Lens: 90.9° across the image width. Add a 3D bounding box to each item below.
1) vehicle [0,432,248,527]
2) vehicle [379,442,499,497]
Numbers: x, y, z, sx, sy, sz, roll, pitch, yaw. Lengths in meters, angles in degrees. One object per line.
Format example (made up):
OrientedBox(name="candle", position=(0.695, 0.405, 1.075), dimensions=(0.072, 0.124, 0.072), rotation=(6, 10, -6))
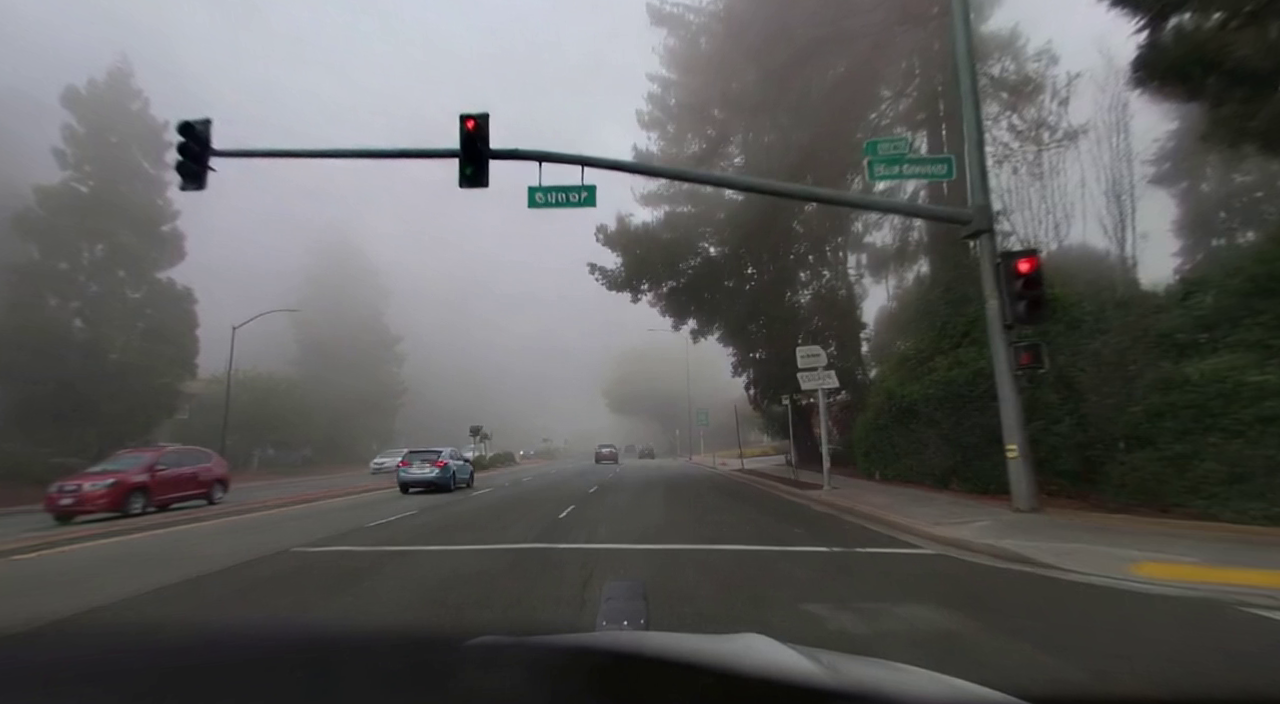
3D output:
OrientedBox(name="vehicle", position=(-11.008, 2.660, 13.728), dimensions=(2.027, 1.707, 4.372), rotation=(0, -8, 1))
OrientedBox(name="vehicle", position=(-5.787, 3.406, 18.780), dimensions=(2.072, 1.427, 4.328), rotation=(0, -8, 1))
